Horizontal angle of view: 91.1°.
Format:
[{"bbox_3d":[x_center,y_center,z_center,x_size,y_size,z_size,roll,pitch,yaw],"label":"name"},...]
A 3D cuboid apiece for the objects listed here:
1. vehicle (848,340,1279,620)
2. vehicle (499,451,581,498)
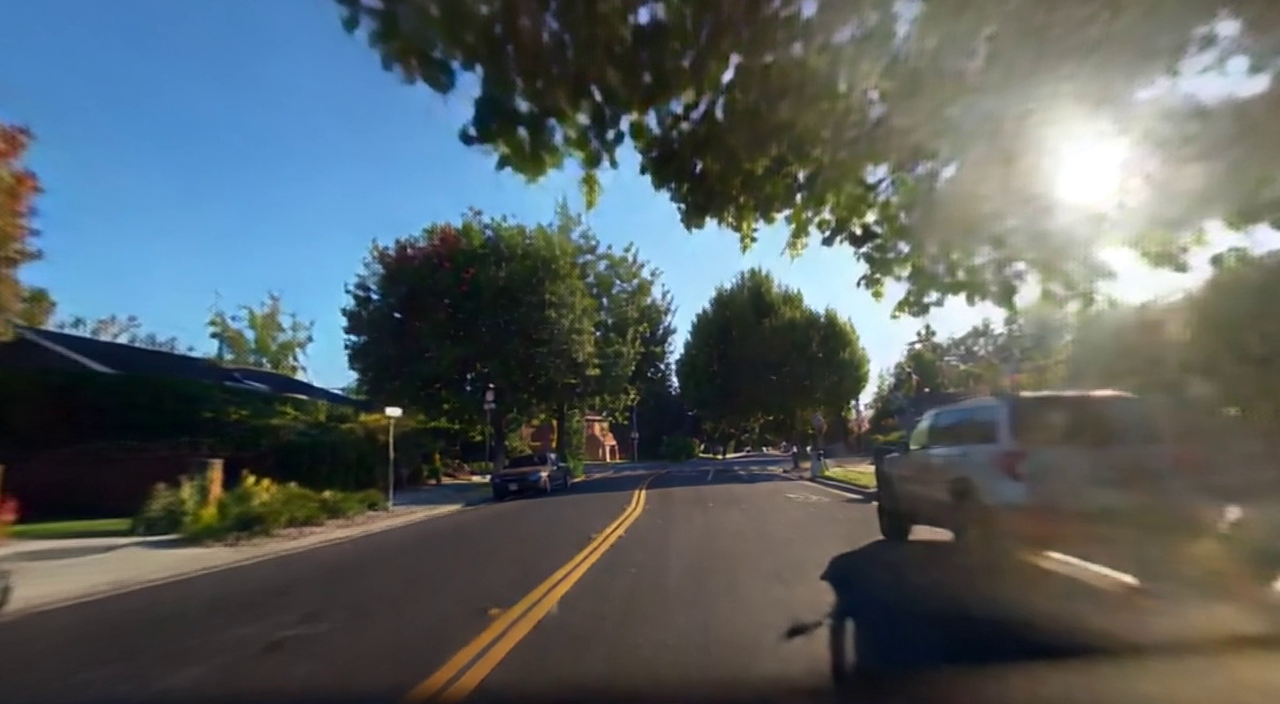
[{"bbox_3d":[4.666,1.525,8.023,2.624,2.227,5.508,2,-10,6],"label":"vehicle"},{"bbox_3d":[-3.671,4.557,23.787,2.033,1.456,4.370,-3,-8,5],"label":"vehicle"}]
